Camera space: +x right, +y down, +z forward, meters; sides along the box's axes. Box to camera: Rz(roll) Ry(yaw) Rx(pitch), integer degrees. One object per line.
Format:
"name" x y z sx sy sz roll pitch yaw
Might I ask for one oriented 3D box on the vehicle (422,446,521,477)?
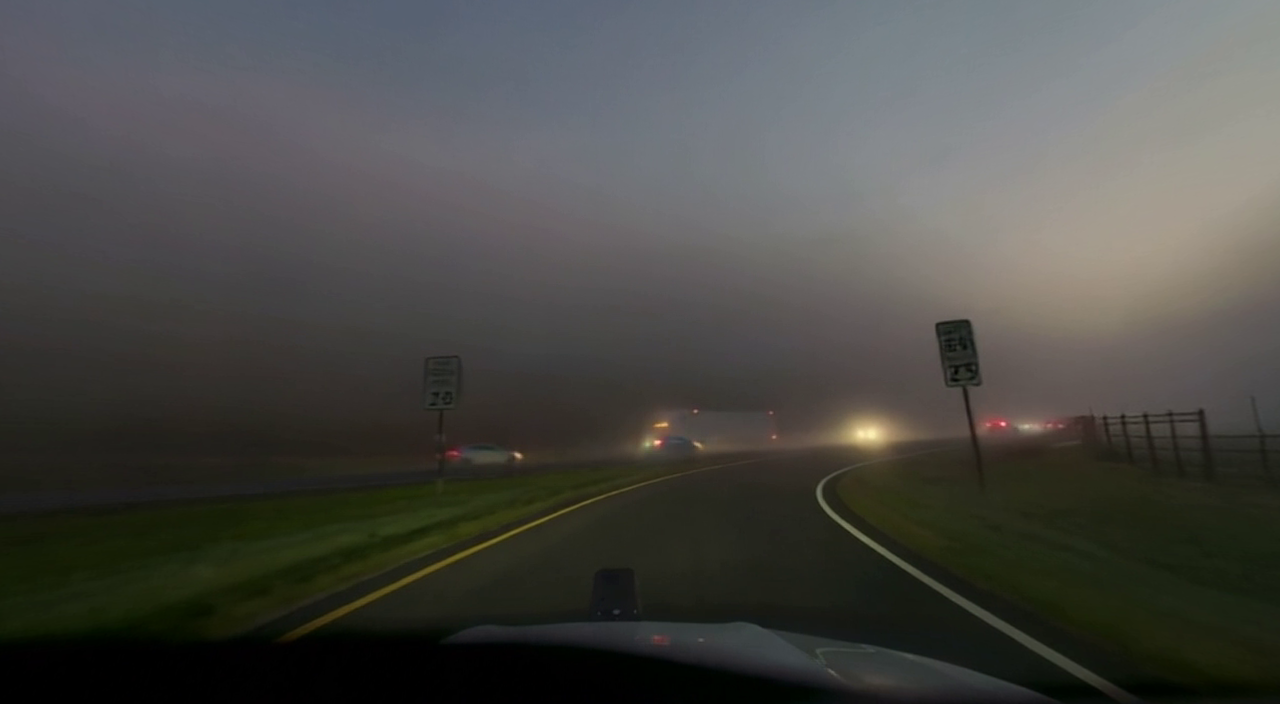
"vehicle" -9.097 5.907 34.273 4.819 1.496 1.923 6 -11 -39

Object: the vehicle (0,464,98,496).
"vehicle" -30.676 6.605 32.736 3.568 1.400 1.711 6 -11 -39

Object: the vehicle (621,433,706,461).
"vehicle" 1.446 5.670 37.697 4.843 1.579 2.135 6 -11 -38
